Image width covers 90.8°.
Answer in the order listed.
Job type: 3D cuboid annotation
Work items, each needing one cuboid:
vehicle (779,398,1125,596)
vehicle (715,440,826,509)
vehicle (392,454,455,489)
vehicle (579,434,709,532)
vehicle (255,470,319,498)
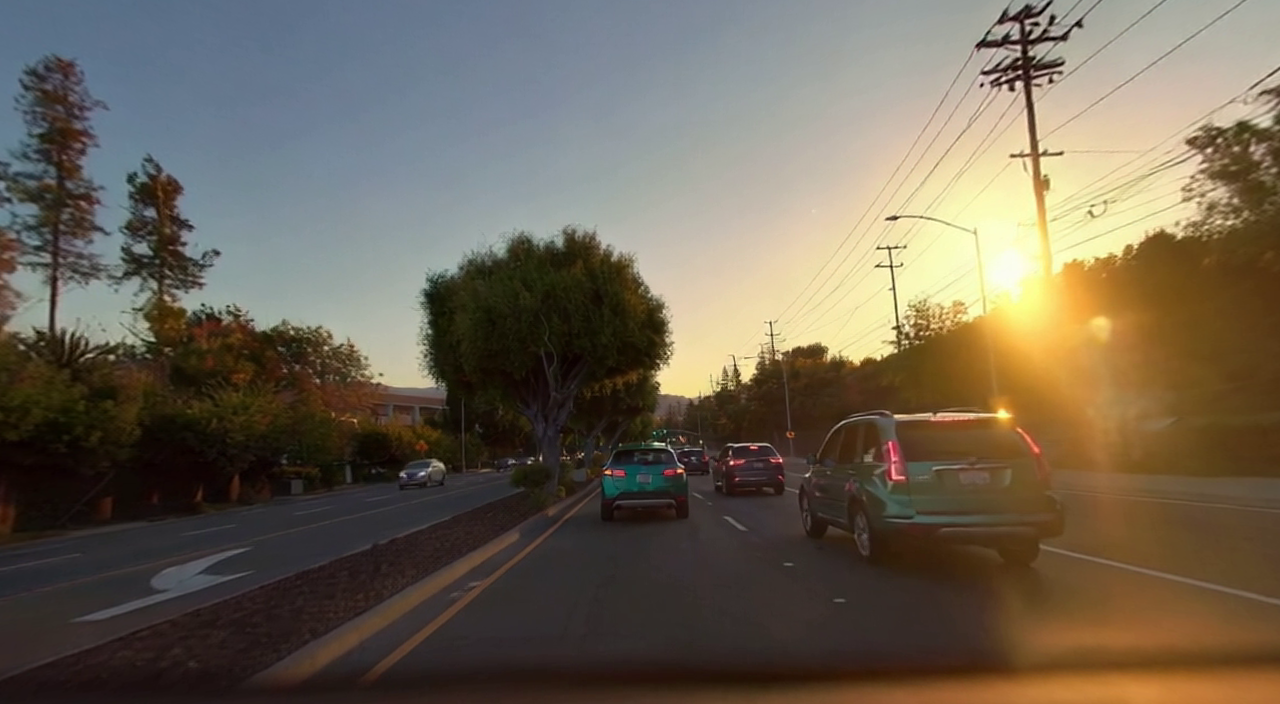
[{"bbox_3d":[3.401,1.683,8.228,2.097,1.818,4.625,0,-8,0],"label":"vehicle"},{"bbox_3d":[3.316,3.188,16.924,2.064,1.591,4.081,0,-8,0],"label":"vehicle"},{"bbox_3d":[-13.013,7.185,38.364,2.107,1.931,5.015,0,-8,-1],"label":"vehicle"},{"bbox_3d":[0.041,2.529,12.842,2.199,1.641,4.232,0,-8,-1],"label":"vehicle"},{"bbox_3d":[-22.576,8.447,40.576,1.847,1.554,3.926,0,-8,0],"label":"vehicle"}]
